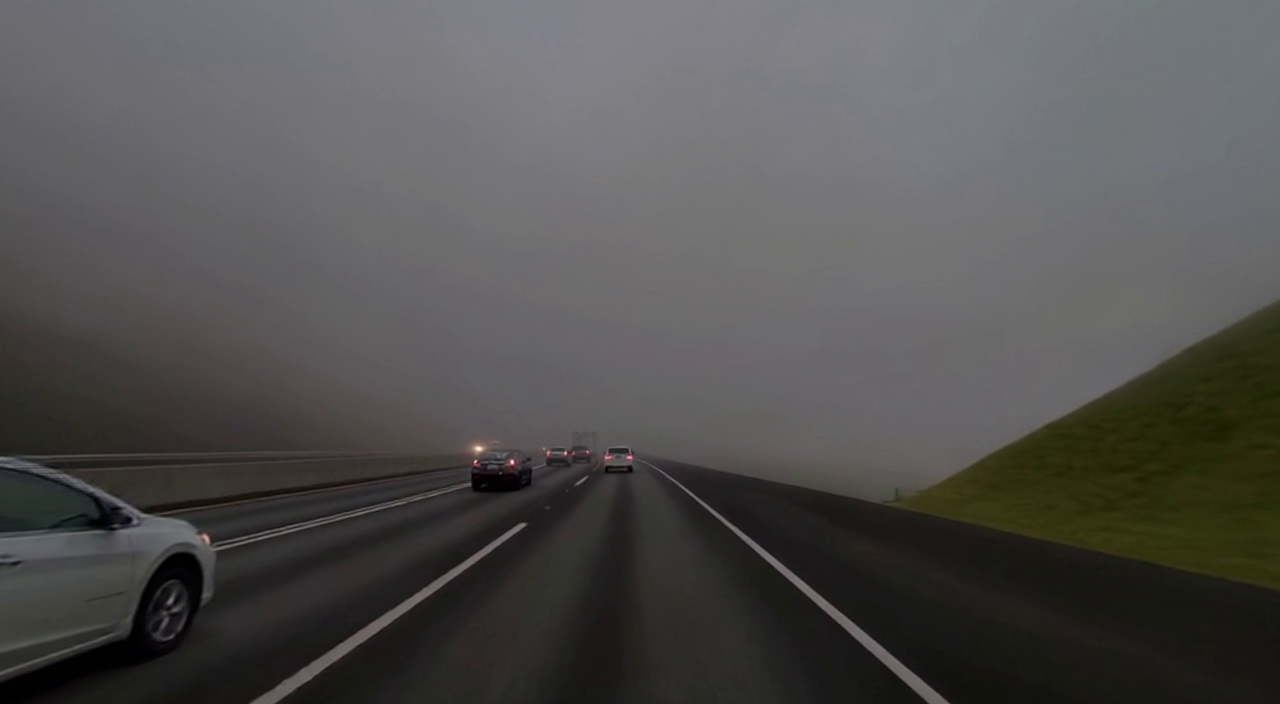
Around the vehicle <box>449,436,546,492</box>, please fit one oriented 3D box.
[{"bbox_3d":[-4.477,3.608,20.581,2.208,1.619,4.162,0,-9,0],"label":"vehicle"}]

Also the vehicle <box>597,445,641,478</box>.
[{"bbox_3d":[-1.004,5.236,30.458,1.988,1.440,4.201,0,-9,-2],"label":"vehicle"}]

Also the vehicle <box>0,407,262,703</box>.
[{"bbox_3d":[-3.900,1.006,2.853,1.892,1.492,3.940,0,-9,0],"label":"vehicle"}]

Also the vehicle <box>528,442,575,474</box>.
[{"bbox_3d":[-4.822,5.831,34.884,2.118,1.624,4.032,0,-9,-1],"label":"vehicle"}]
